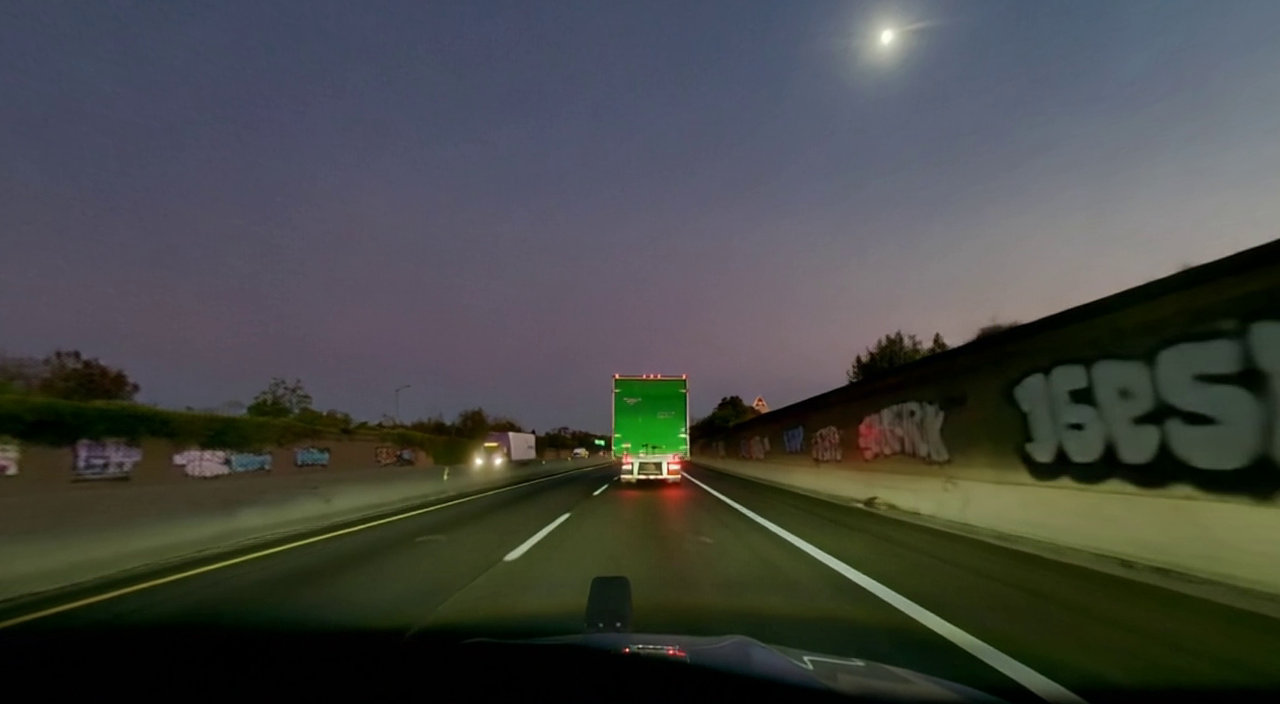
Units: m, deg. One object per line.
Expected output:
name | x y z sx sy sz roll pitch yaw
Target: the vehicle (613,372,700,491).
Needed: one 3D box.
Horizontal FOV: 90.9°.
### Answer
vehicle | 0.435 3.439 26.236 2.900 3.955 10.151 0 -9 -1
